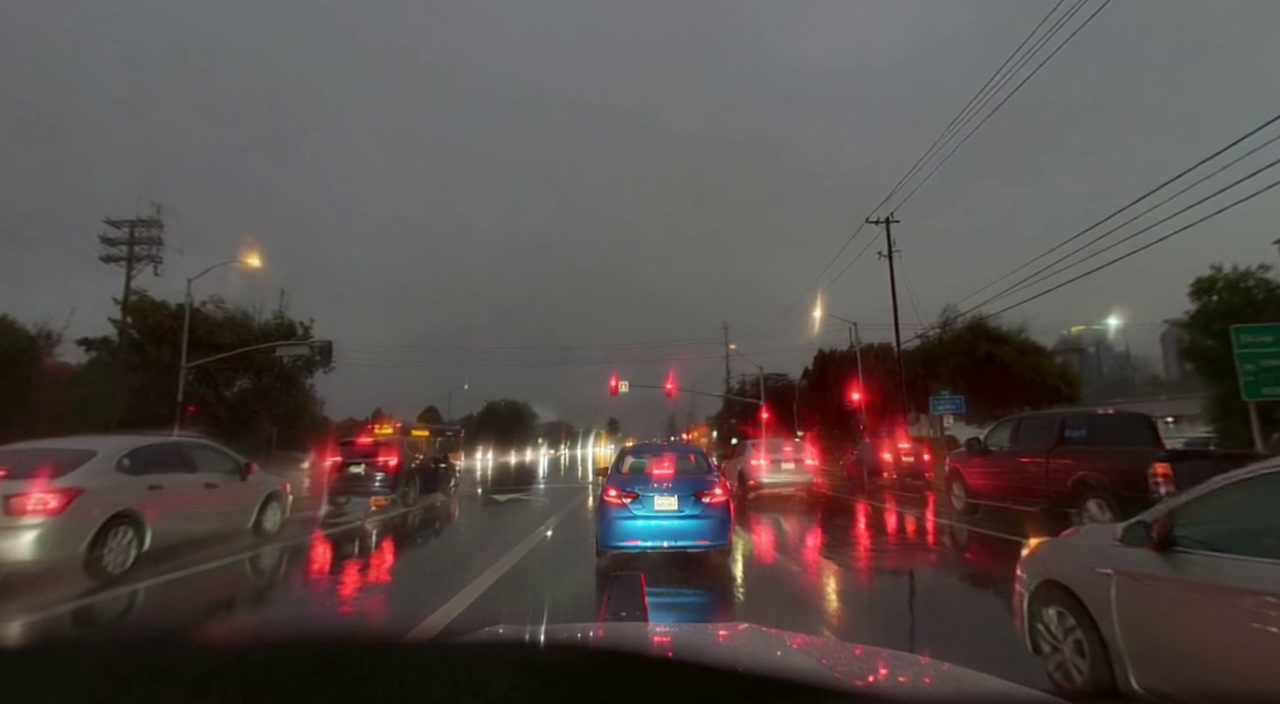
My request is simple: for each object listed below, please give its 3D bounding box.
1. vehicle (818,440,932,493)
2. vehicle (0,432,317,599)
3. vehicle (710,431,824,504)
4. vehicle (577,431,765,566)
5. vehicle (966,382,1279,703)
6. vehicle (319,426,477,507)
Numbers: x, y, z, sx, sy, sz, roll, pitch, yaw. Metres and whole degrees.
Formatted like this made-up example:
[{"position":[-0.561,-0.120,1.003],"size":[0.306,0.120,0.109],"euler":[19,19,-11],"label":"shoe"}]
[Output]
[{"position":[7.271,3.557,20.057],"size":[1.867,1.459,4.436],"euler":[0,-8,-1],"label":"vehicle"},{"position":[-6.404,1.831,8.112],"size":[1.955,1.497,4.639],"euler":[-1,-8,1],"label":"vehicle"},{"position":[3.239,3.039,17.094],"size":[2.042,1.676,4.364],"euler":[0,-8,-2],"label":"vehicle"},{"position":[0.328,1.939,9.129],"size":[2.109,1.483,3.964],"euler":[0,-8,-1],"label":"vehicle"},{"position":[3.101,0.856,2.073],"size":[1.870,1.523,4.096],"euler":[0,-8,0],"label":"vehicle"},{"position":[-6.239,3.005,17.106],"size":[2.070,1.824,5.196],"euler":[-1,-8,2],"label":"vehicle"}]
